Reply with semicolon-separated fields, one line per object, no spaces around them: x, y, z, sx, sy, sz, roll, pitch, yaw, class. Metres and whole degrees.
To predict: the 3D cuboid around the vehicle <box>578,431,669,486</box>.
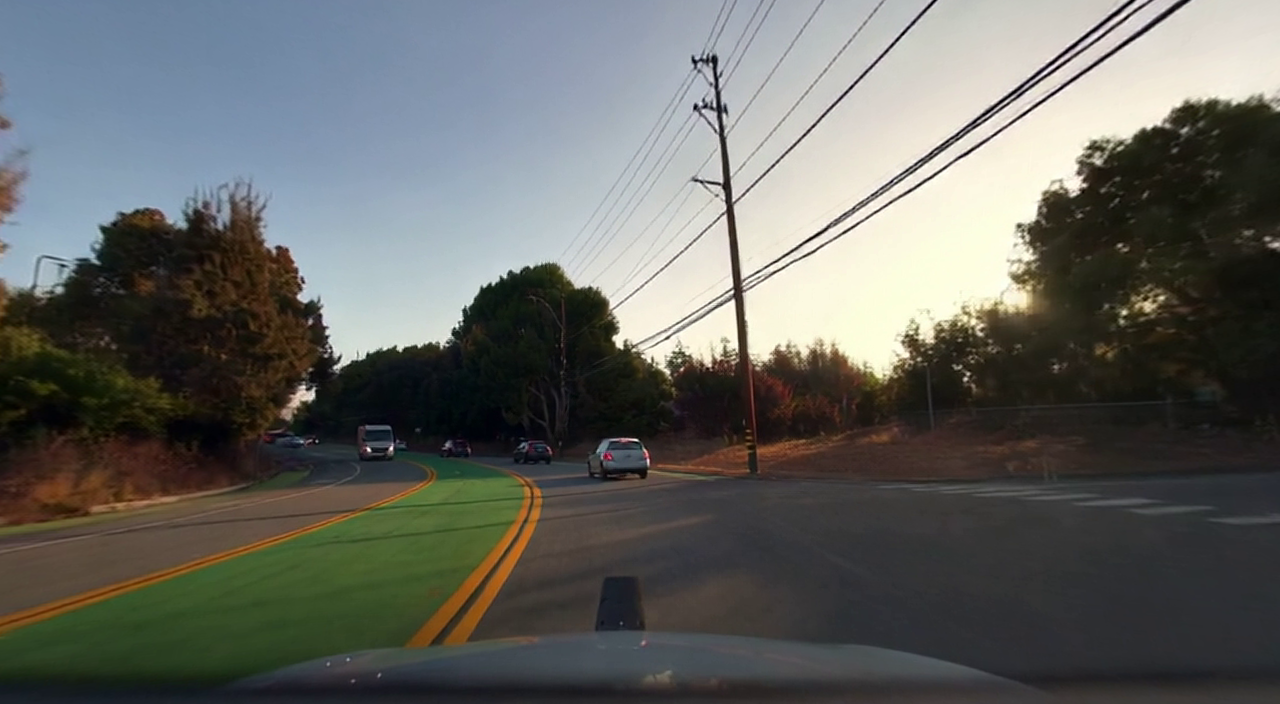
-0.729;3.822;22.930;2.140;1.767;4.720;2;-9;-16;vehicle

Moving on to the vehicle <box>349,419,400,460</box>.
-20.353;6.719;48.262;2.413;2.872;6.823;5;-10;-31;vehicle

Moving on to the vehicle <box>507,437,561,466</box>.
-6.744;6.286;39.927;2.075;1.699;4.520;4;-10;-26;vehicle
